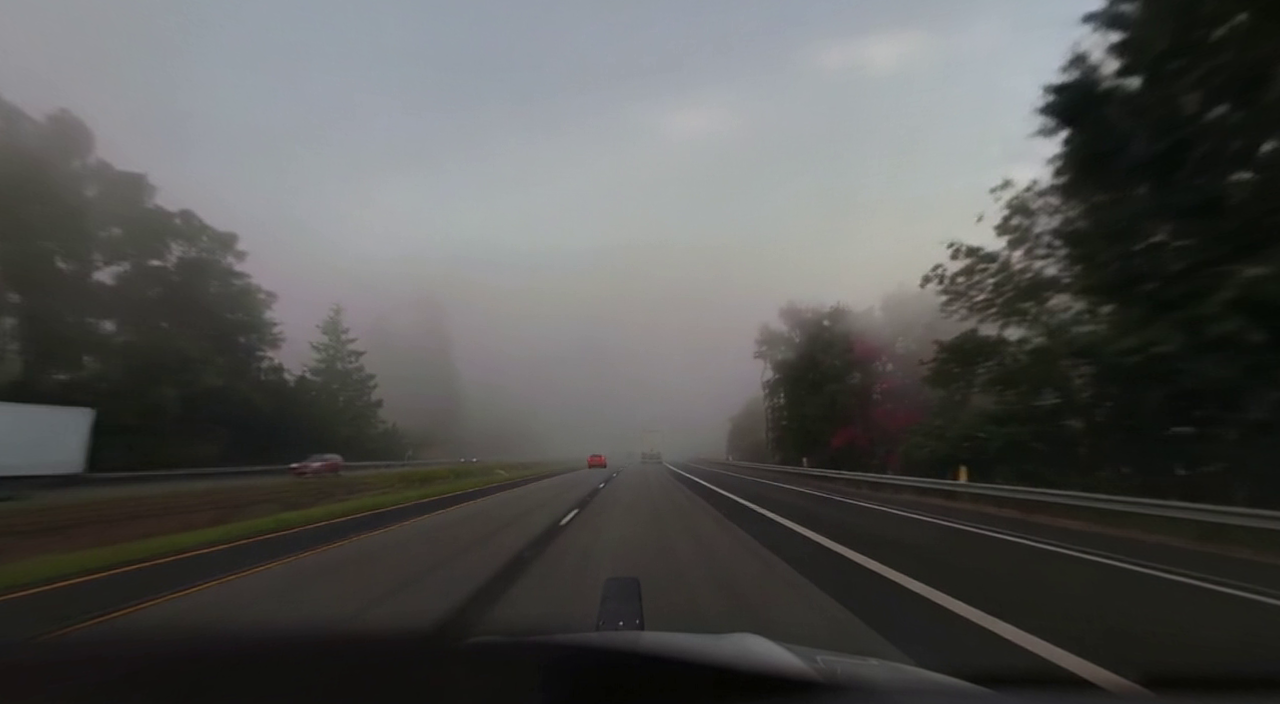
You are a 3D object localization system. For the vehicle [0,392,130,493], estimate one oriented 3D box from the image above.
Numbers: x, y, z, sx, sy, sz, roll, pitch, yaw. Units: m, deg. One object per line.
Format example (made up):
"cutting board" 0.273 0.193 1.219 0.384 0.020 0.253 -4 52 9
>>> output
"vehicle" -24.613 3.410 23.539 2.753 3.628 9.928 -1 -9 1

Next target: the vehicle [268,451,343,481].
"vehicle" -20.516 6.996 38.930 2.265 1.716 4.219 -1 -9 0
